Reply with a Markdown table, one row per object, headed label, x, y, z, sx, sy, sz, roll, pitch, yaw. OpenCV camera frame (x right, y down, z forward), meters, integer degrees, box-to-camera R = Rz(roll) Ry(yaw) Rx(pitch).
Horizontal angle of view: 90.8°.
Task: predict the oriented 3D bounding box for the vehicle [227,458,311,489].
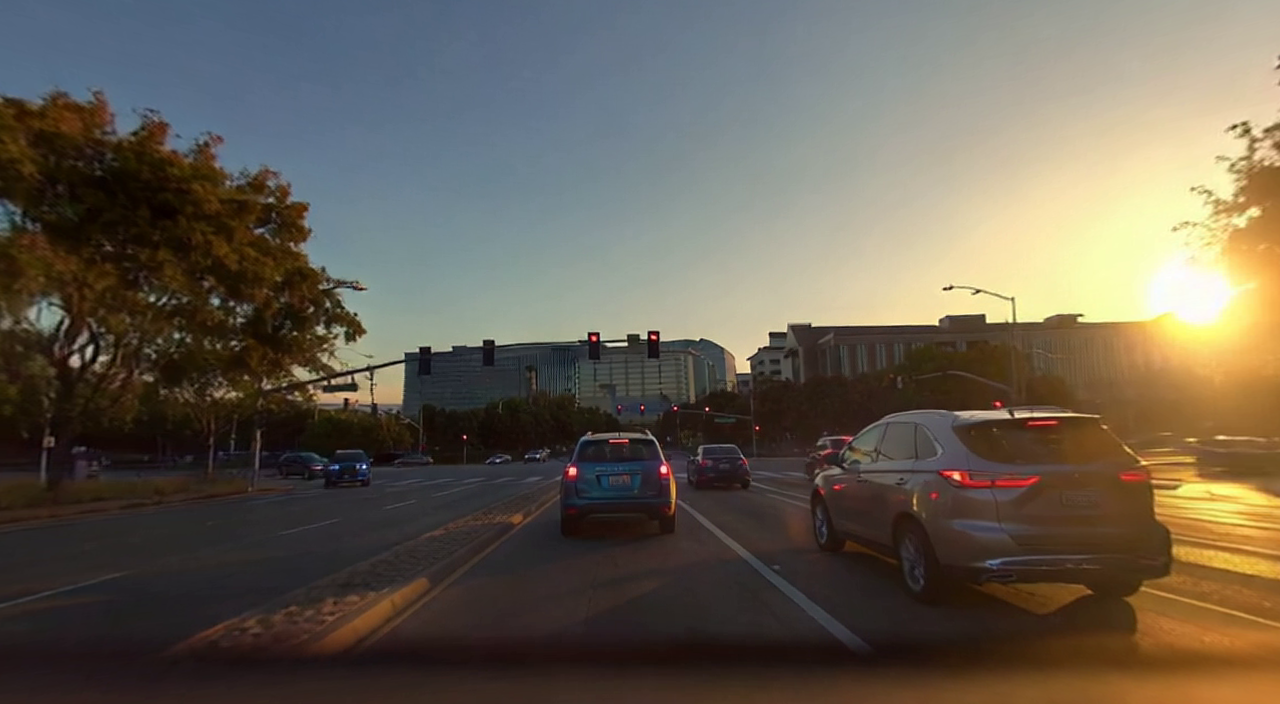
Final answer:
| label | x | y | z | sx | sy | sz | roll | pitch | yaw |
| --- | --- | --- | --- | --- | --- | --- | --- | --- | --- |
| vehicle | -23.901 | 7.792 | 40.690 | 4.802 | 1.771 | 2.060 | -4 | -9 | 22 |

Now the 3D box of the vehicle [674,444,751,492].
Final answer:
| label | x | y | z | sx | sy | sz | roll | pitch | yaw |
| --- | --- | --- | --- | --- | --- | --- | --- | --- | --- |
| vehicle | 2.378 | 3.927 | 21.838 | 1.900 | 1.459 | 4.260 | 0 | -9 | -3 |

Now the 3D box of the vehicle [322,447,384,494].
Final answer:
| label | x | y | z | sx | sy | sz | roll | pitch | yaw |
| --- | --- | --- | --- | --- | --- | --- | --- | --- | --- |
| vehicle | -13.540 | 5.475 | 29.672 | 2.354 | 1.949 | 4.905 | 4 | -9 | -25 |

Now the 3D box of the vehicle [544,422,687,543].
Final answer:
| label | x | y | z | sx | sy | sz | roll | pitch | yaw |
| --- | --- | --- | --- | --- | --- | --- | --- | --- | --- |
| vehicle | -0.388 | 2.172 | 11.151 | 2.039 | 1.698 | 4.144 | 0 | -9 | -1 |

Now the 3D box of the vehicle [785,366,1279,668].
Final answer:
| label | x | y | z | sx | sy | sz | roll | pitch | yaw |
| --- | --- | --- | --- | --- | --- | --- | --- | --- | --- |
| vehicle | 3.096 | 1.305 | 6.064 | 2.228 | 1.798 | 4.370 | 0 | -9 | -2 |
